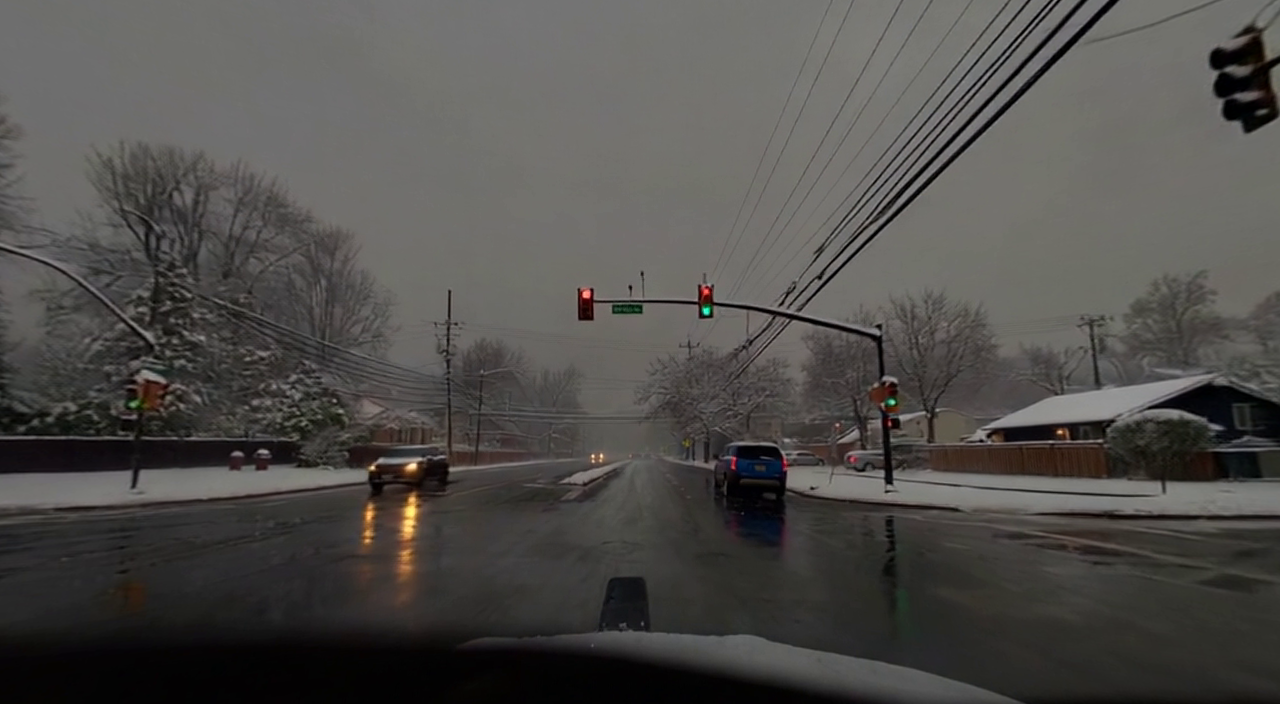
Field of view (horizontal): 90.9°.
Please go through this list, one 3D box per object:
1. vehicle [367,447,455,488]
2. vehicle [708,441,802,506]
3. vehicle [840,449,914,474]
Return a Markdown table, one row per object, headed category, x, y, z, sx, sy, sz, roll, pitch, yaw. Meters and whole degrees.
| category | x | y | z | sx | sy | sz | roll | pitch | yaw |
| --- | --- | --- | --- | --- | --- | --- | --- | --- | --- |
| vehicle | -10.191 | 5.157 | 28.487 | 2.241 | 1.620 | 4.511 | -2 | -9 | 1 |
| vehicle | 3.576 | 3.867 | 20.655 | 2.144 | 1.843 | 4.827 | 0 | -9 | 0 |
| vehicle | 15.541 | 7.196 | 41.487 | 4.135 | 1.558 | 1.929 | 0 | -8 | 3 |
